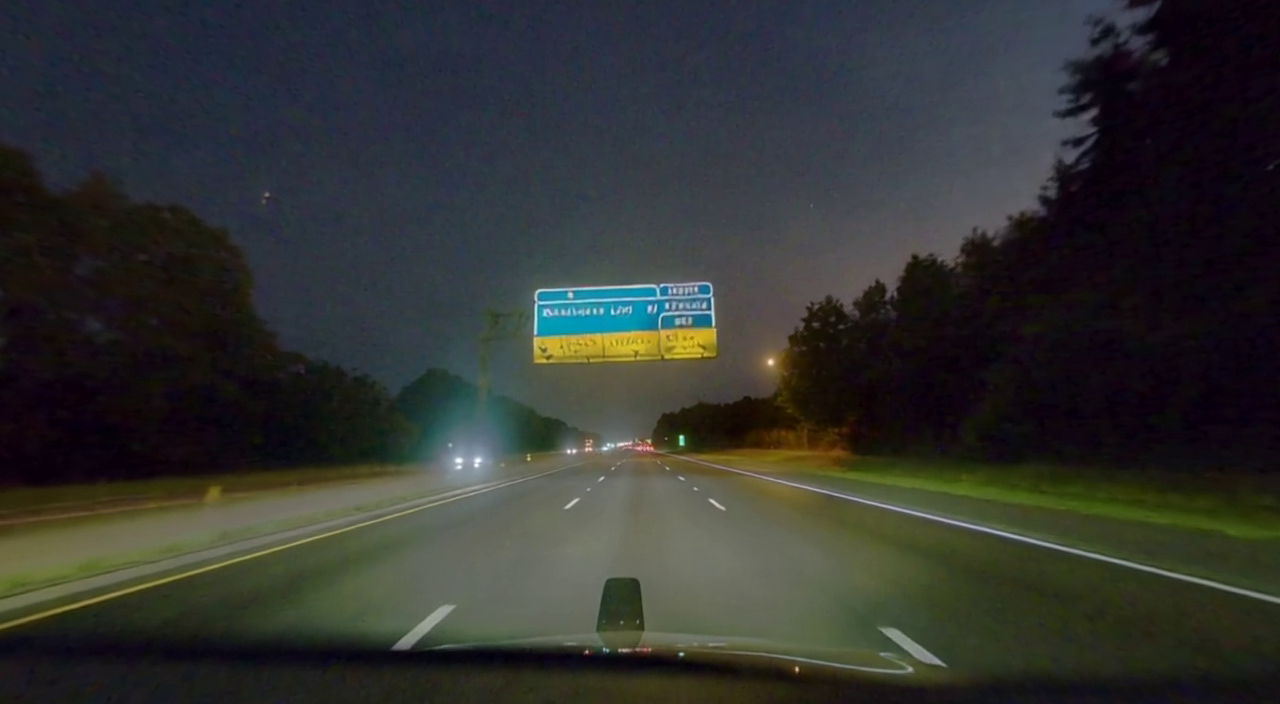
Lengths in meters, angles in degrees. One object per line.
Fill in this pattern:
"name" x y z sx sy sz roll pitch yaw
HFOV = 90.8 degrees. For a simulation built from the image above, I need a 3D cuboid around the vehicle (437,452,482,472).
"vehicle" -13.588 8.298 47.787 2.159 1.438 4.323 0 -9 0
